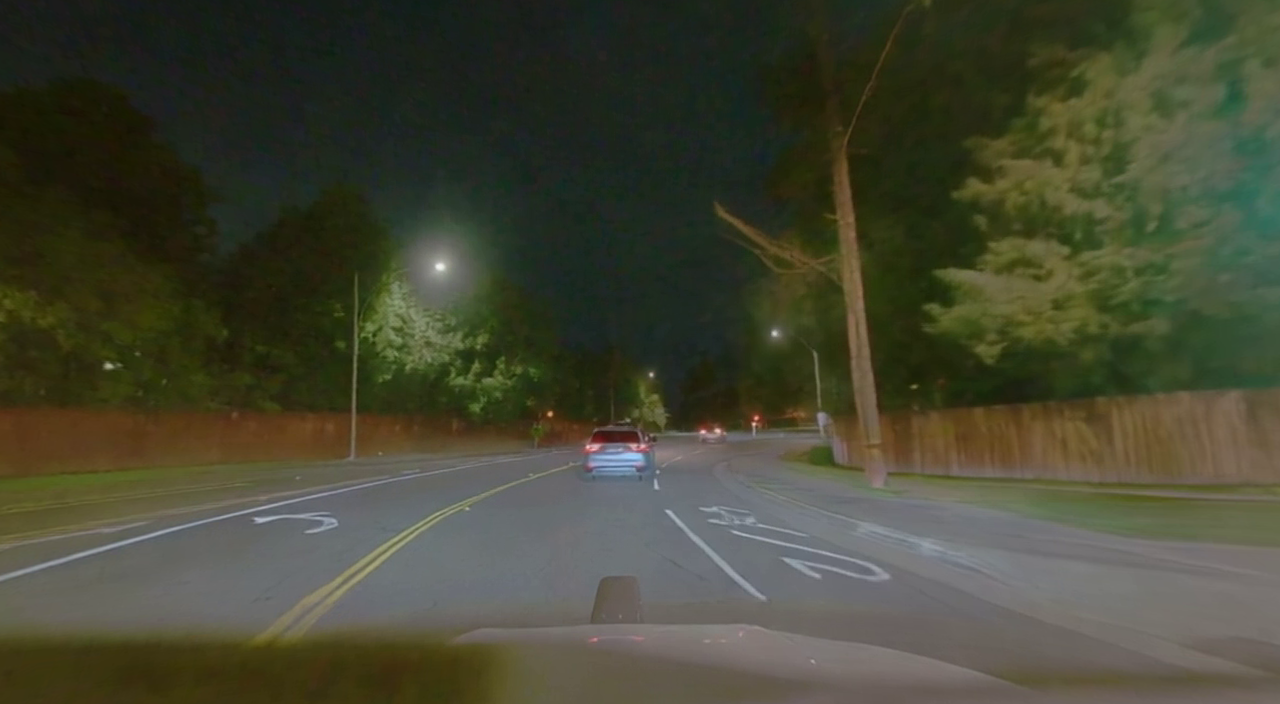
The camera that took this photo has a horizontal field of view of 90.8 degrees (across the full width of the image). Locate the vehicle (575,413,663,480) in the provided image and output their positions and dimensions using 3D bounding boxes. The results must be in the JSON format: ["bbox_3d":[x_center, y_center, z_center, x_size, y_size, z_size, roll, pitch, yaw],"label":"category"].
[{"bbox_3d":[-0.515,2.960,19.803,2.230,1.827,4.580,-1,-8,5],"label":"vehicle"}]

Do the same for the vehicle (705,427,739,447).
[{"bbox_3d":[6.546,6.729,49.970,1.929,1.476,4.655,-2,-9,17],"label":"vehicle"}]
